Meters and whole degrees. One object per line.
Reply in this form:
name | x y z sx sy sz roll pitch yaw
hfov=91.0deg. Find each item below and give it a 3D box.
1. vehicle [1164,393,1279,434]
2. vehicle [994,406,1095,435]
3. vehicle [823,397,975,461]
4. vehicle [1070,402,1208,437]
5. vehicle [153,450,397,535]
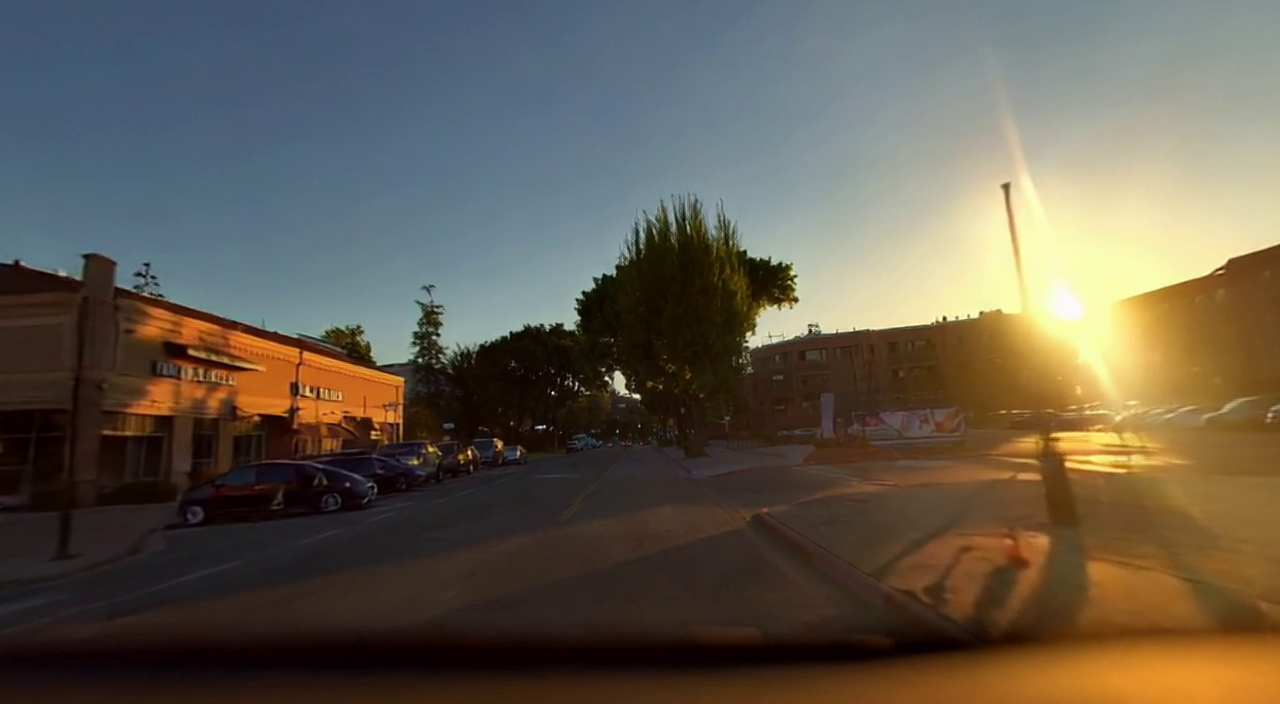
vehicle | 23.393 2.418 24.296 4.418 1.472 2.109 0 -8 -1
vehicle | 23.739 4.051 37.025 4.521 1.634 1.996 0 -8 0
vehicle | 10.978 3.265 26.945 5.453 1.794 2.011 -9 -6 -2
vehicle | 23.195 3.171 29.378 4.746 1.536 1.914 0 -8 0
vehicle | -8.671 3.306 15.353 1.879 1.543 4.778 -12 -13 43
